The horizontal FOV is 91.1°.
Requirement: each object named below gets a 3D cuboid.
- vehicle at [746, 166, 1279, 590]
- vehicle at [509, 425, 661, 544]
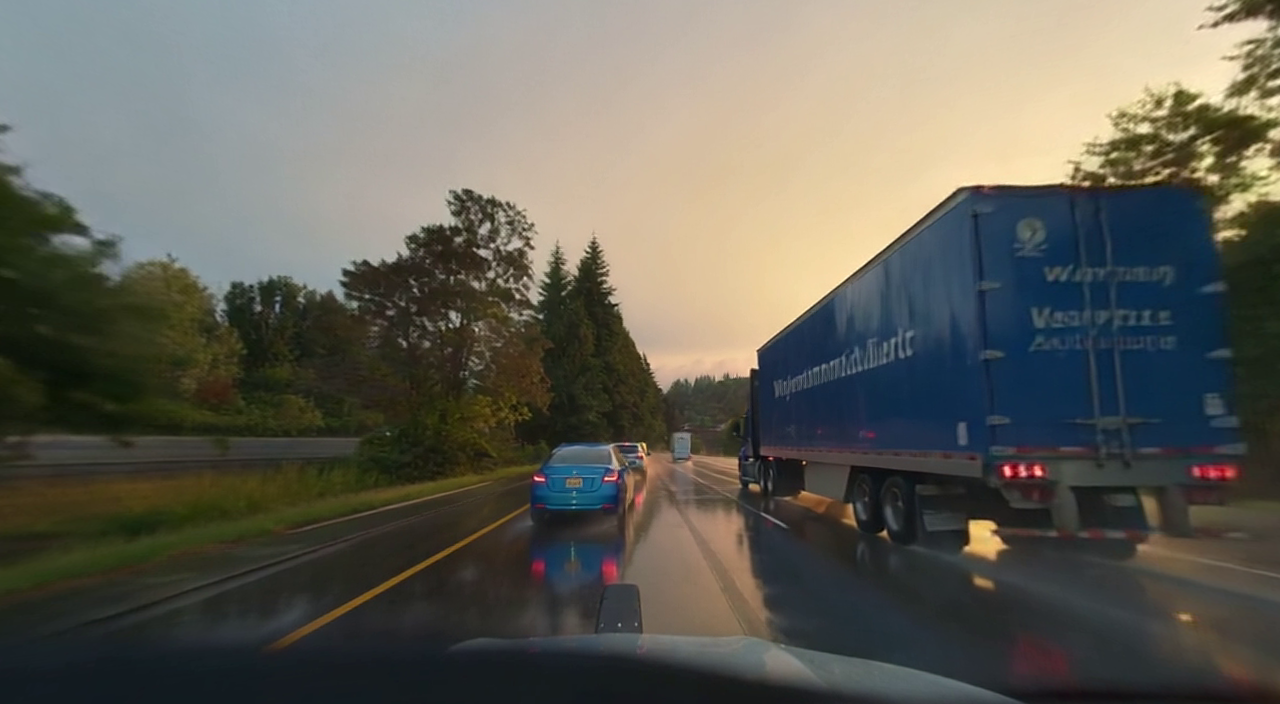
[{"bbox_3d":[4.856,1.213,12.925,2.825,4.043,14.051,0,-9,0],"label":"vehicle"},{"bbox_3d":[-0.741,2.076,10.396,2.038,1.582,3.729,0,-9,0],"label":"vehicle"}]
